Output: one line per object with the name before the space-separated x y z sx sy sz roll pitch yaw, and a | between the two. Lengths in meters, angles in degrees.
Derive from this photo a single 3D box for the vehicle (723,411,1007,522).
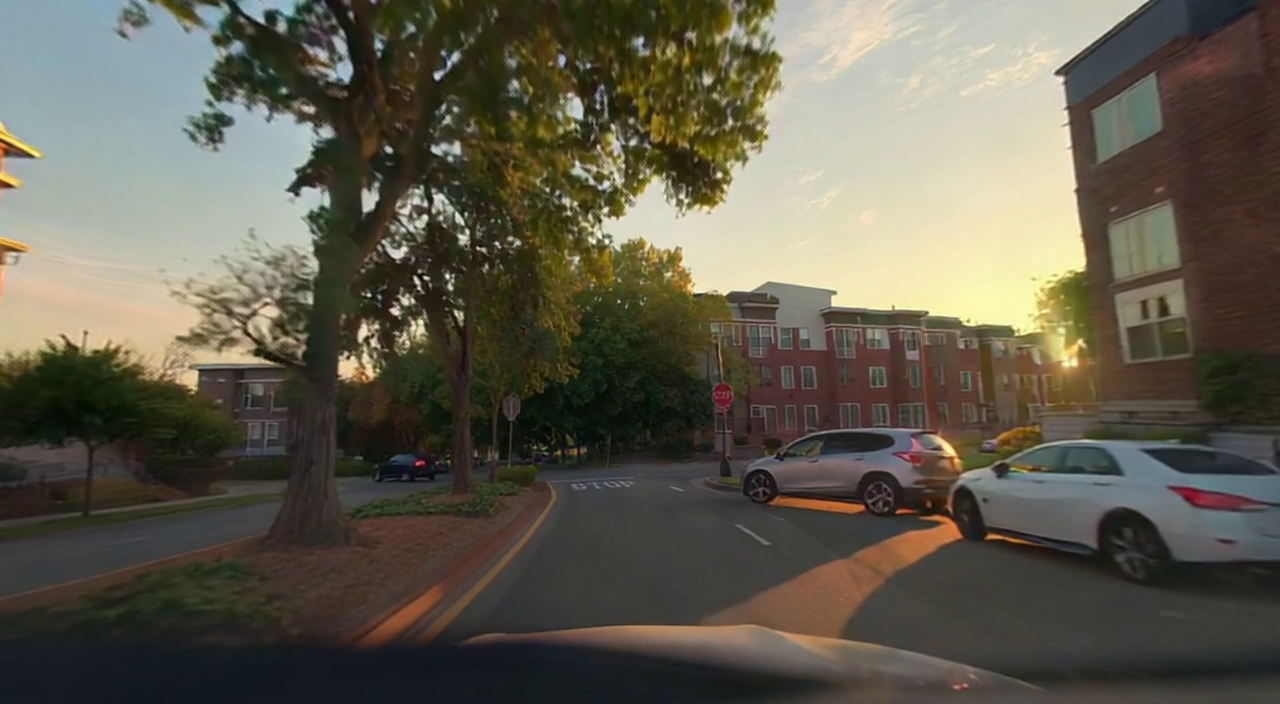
vehicle | 3.810 2.112 11.741 2.065 1.529 4.709 1 -10 -27

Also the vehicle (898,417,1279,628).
vehicle | 4.893 1.541 7.048 1.758 1.454 5.088 -1 -8 -1

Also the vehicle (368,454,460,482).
vehicle | -13.281 6.800 37.193 4.654 1.503 1.951 -1 -8 7
